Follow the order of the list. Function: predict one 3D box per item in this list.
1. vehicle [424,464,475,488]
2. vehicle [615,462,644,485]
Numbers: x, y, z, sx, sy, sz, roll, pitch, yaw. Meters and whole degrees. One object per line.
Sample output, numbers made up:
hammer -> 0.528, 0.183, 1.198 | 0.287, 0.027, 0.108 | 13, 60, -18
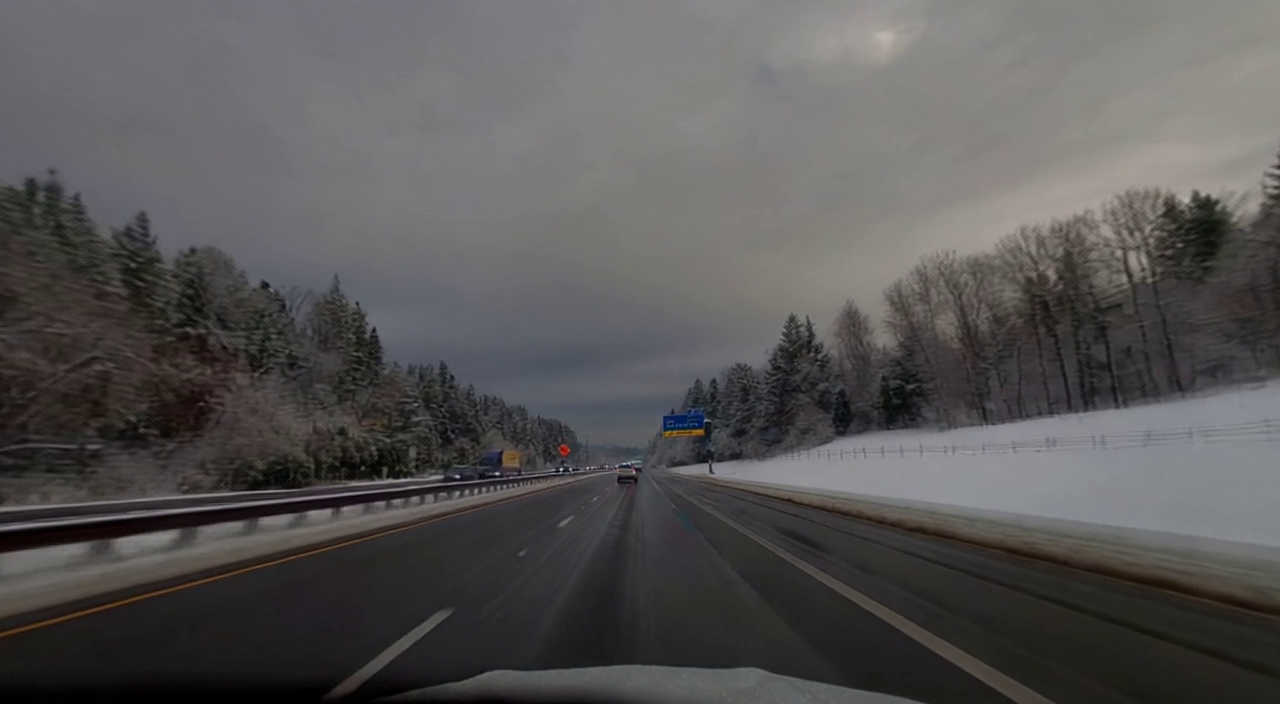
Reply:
vehicle -> -13.001, 8.503, 43.343 | 2.022, 1.459, 4.613 | 1, -10, 1
vehicle -> -0.797, 9.307, 48.334 | 2.104, 1.655, 4.039 | 1, -10, 0
